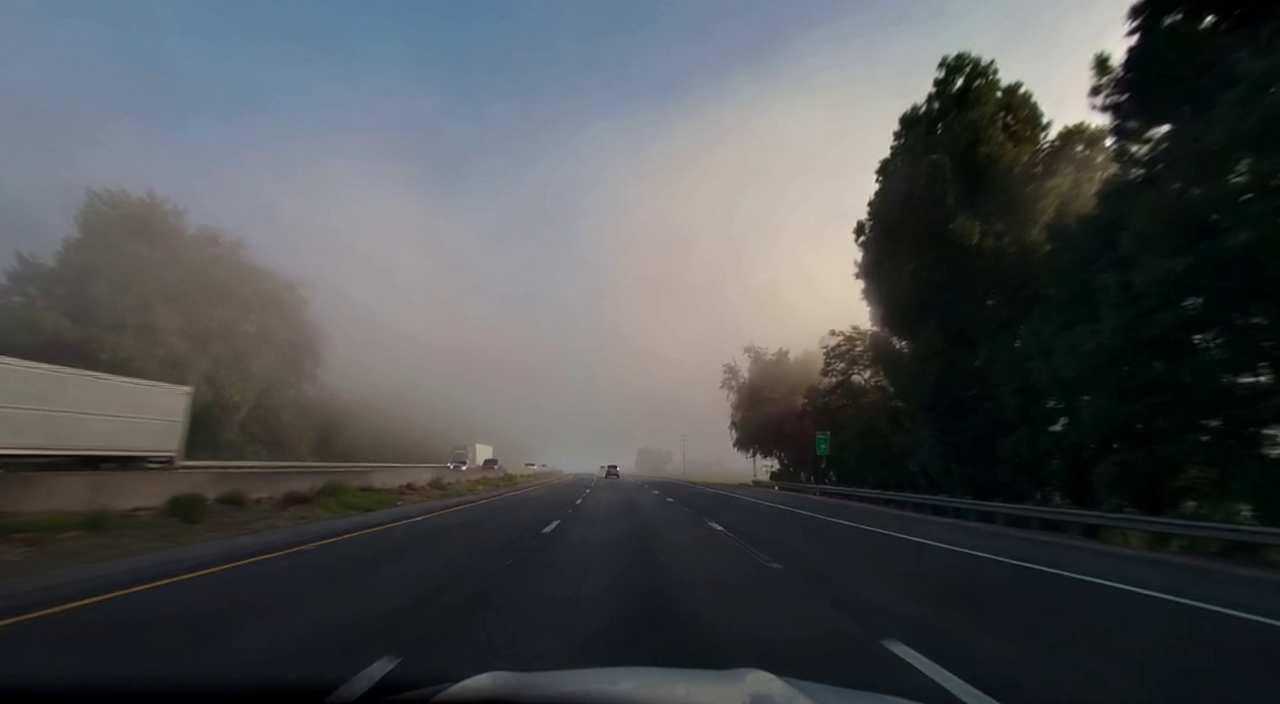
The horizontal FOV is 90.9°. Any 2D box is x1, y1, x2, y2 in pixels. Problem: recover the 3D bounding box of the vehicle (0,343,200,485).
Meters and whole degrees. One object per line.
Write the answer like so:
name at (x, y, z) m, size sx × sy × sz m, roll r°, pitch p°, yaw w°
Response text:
vehicle at (-19.914, 2.035, 19.500) m, size 2.876 × 4.019 × 13.821 m, roll 1°, pitch -10°, yaw -1°
